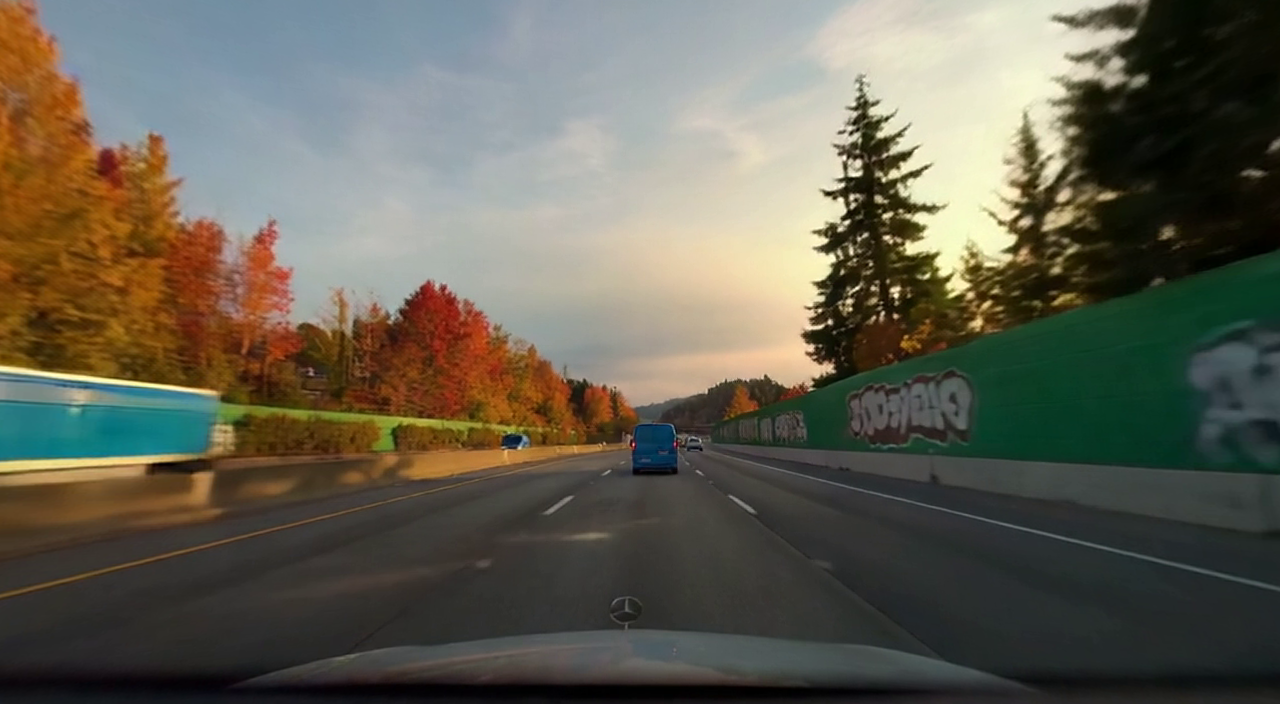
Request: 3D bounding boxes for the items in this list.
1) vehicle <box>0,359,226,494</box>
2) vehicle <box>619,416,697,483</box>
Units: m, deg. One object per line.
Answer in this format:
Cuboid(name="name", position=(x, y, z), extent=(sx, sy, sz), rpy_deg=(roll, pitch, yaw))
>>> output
Cuboid(name="vehicle", position=(-20.943, 2.707, 22.148), extent=(2.949, 4.093, 14.052), rpy_deg=(0, -8, 1))
Cuboid(name="vehicle", position=(0.531, 3.183, 20.728), extent=(2.283, 1.956, 4.421), rpy_deg=(0, -8, 0))
